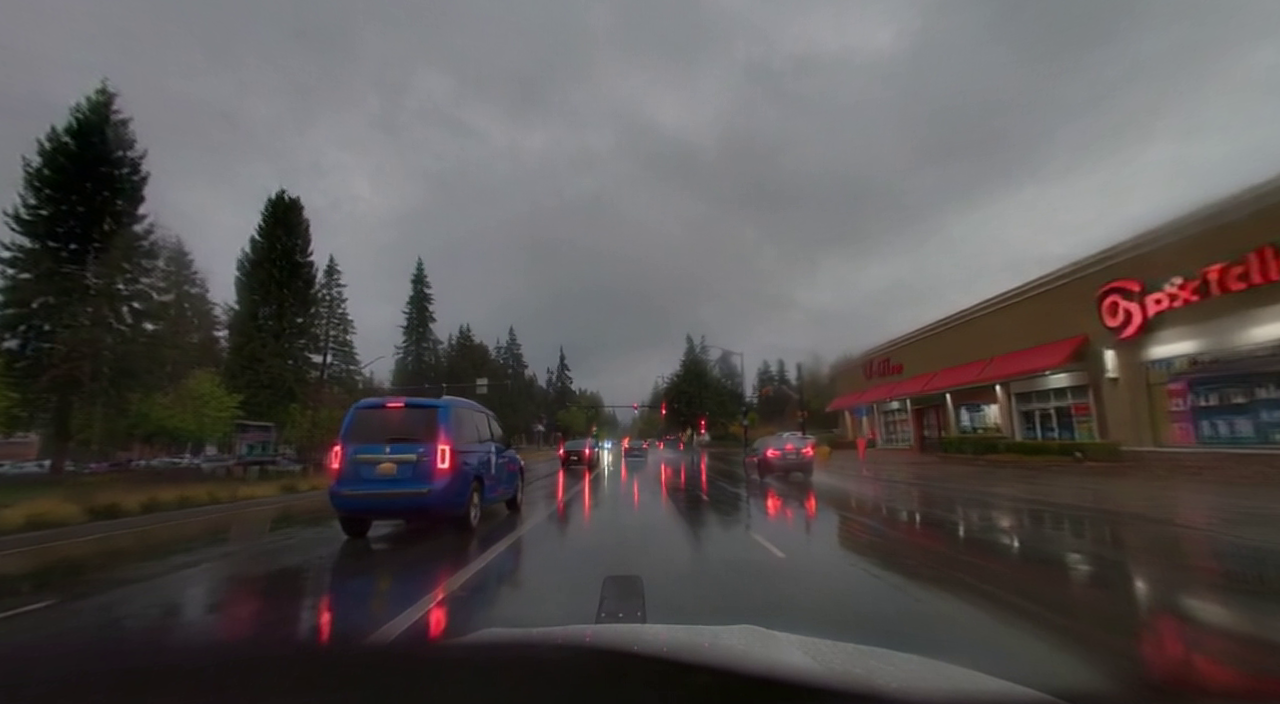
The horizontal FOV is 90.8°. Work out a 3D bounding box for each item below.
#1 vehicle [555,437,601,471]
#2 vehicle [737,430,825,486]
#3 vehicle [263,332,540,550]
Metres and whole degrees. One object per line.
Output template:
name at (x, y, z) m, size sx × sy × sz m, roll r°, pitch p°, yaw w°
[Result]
vehicle at (-3.364, 5.650, 35.159) m, size 2.030 × 1.724 × 4.365 m, roll 0°, pitch -9°, yaw 1°
vehicle at (4.486, 3.451, 20.773) m, size 1.869 × 1.646 × 4.166 m, roll 0°, pitch -9°, yaw -1°
vehicle at (-3.498, 1.555, 11.049) m, size 2.443 × 2.784 × 5.862 m, roll 0°, pitch -9°, yaw 1°
